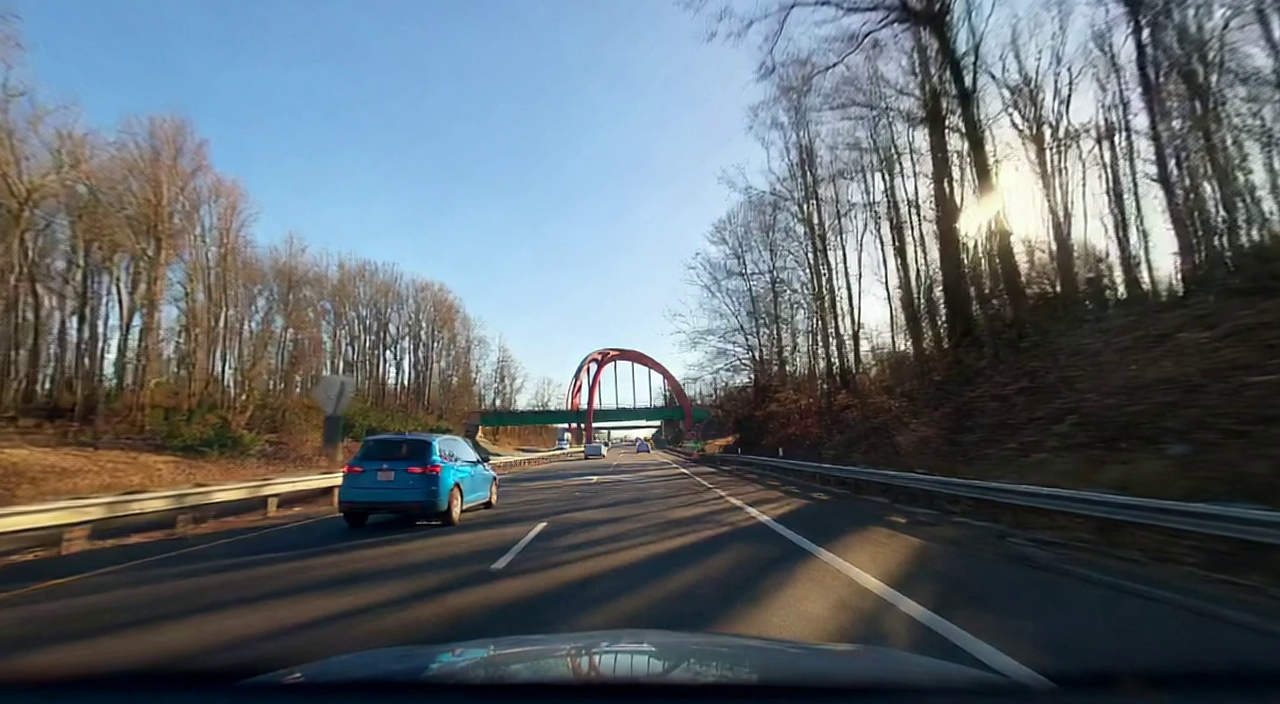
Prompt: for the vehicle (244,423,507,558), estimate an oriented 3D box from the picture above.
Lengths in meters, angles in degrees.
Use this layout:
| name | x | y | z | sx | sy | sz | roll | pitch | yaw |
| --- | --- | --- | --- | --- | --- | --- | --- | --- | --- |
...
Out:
| name | x | y | z | sx | sy | sz | roll | pitch | yaw |
| --- | --- | --- | --- | --- | --- | --- | --- | --- | --- |
| vehicle | -3.553 | 1.946 | 9.565 | 2.052 | 1.556 | 4.405 | 0 | -8 | 0 |
